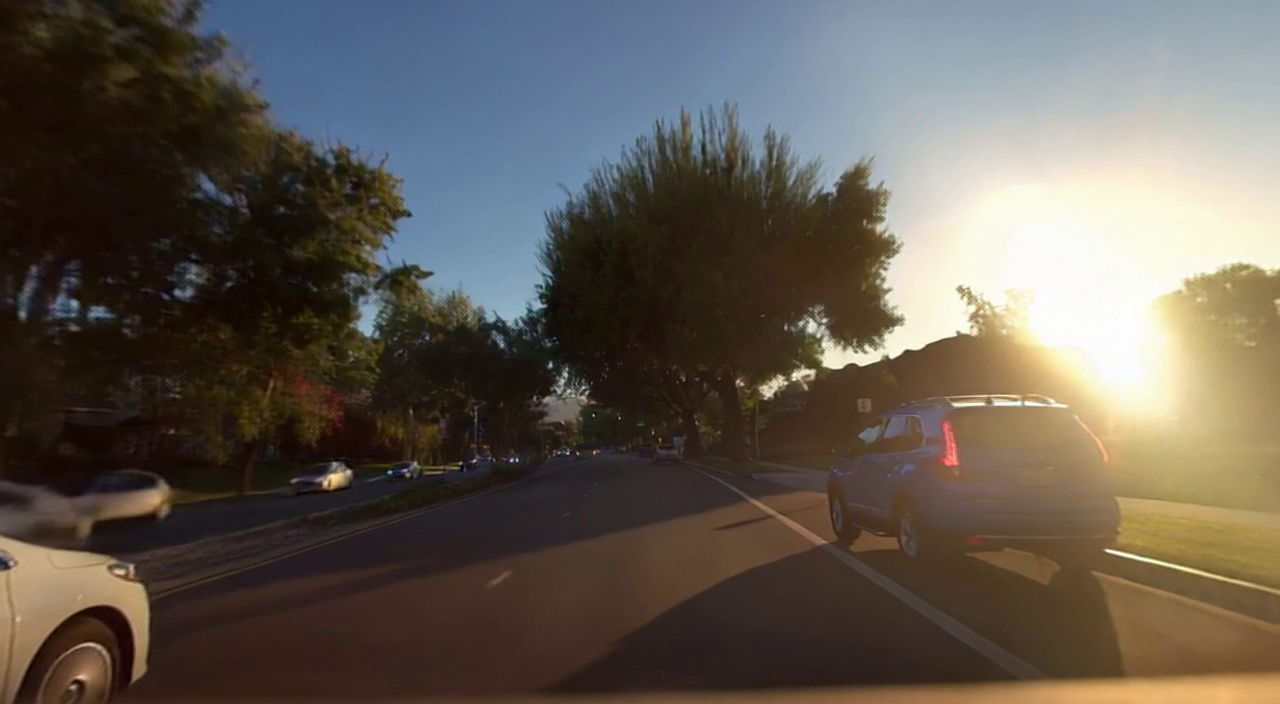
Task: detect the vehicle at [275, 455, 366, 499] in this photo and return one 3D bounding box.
[{"bbox_3d":[-14.042,5.460,27.990,1.954,1.707,4.410,0,-9,-4],"label":"vehicle"}]

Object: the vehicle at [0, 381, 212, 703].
[{"bbox_3d":[-3.574,0.792,1.375,2.058,1.659,4.514,0,-9,0],"label":"vehicle"}]

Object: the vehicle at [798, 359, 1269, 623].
[{"bbox_3d":[3.789,1.506,7.830,2.338,2.063,5.592,-1,-9,2],"label":"vehicle"}]

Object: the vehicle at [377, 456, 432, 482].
[{"bbox_3d":[-15.083,7.490,40.657,1.967,1.512,4.901,0,-9,-4],"label":"vehicle"}]
